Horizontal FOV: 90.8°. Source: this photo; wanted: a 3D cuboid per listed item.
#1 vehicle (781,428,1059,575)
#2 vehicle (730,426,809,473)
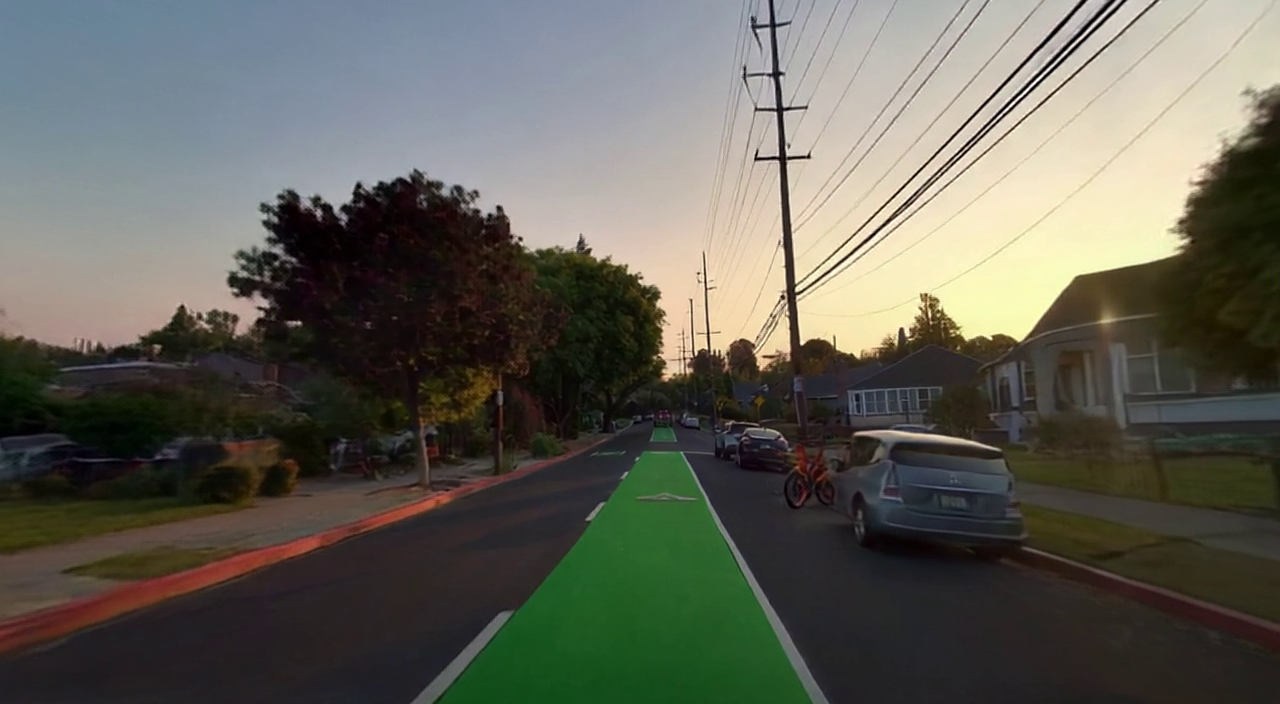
[{"bbox_3d":[3.499,1.939,9.096,2.235,1.500,4.496,1,-8,4],"label":"vehicle"},{"bbox_3d":[4.506,3.466,22.593,1.981,1.512,4.144,0,-9,0],"label":"vehicle"}]
